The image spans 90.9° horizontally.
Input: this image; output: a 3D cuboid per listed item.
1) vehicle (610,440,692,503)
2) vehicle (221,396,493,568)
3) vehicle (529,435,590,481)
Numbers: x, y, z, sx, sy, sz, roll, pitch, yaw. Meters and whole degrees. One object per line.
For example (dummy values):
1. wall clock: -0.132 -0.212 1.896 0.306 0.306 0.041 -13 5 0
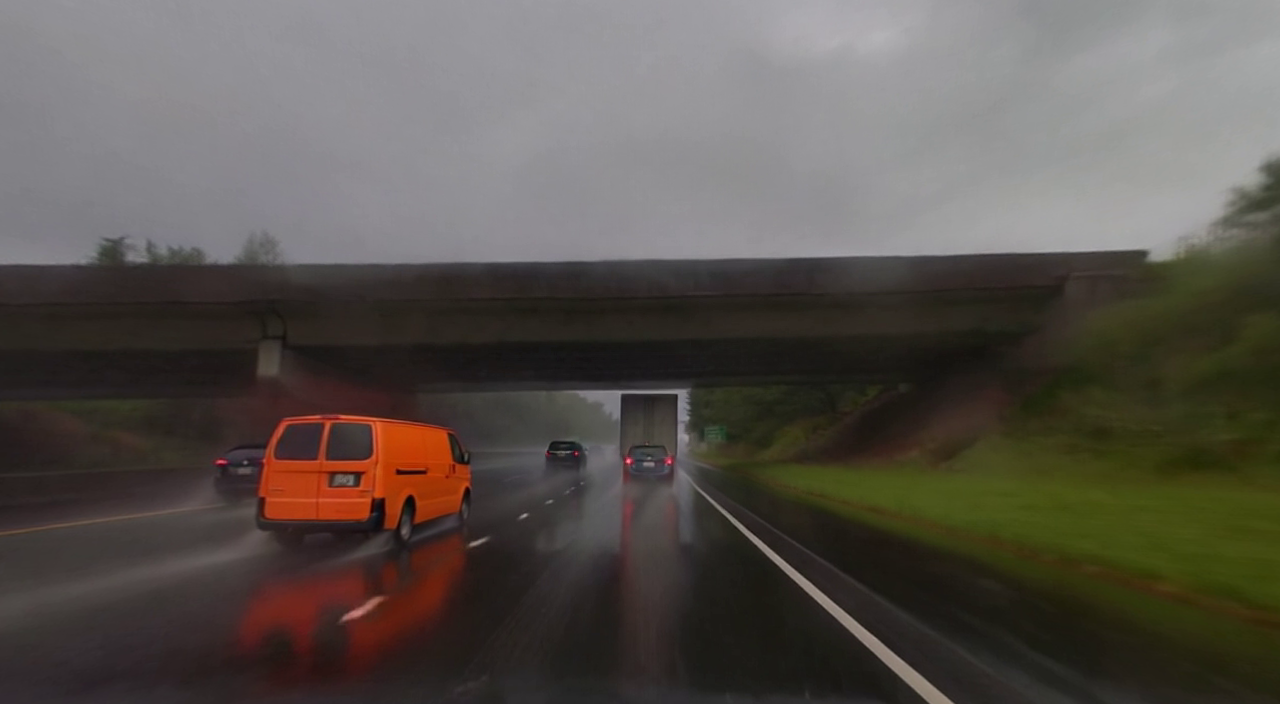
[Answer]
1. vehicle: 0.252 3.183 17.109 1.991 1.507 3.391 0 -9 -1
2. vehicle: -3.587 1.738 8.985 1.951 1.882 3.979 0 -9 1
3. vehicle: -3.419 4.616 27.630 2.068 1.862 4.234 0 -9 1
